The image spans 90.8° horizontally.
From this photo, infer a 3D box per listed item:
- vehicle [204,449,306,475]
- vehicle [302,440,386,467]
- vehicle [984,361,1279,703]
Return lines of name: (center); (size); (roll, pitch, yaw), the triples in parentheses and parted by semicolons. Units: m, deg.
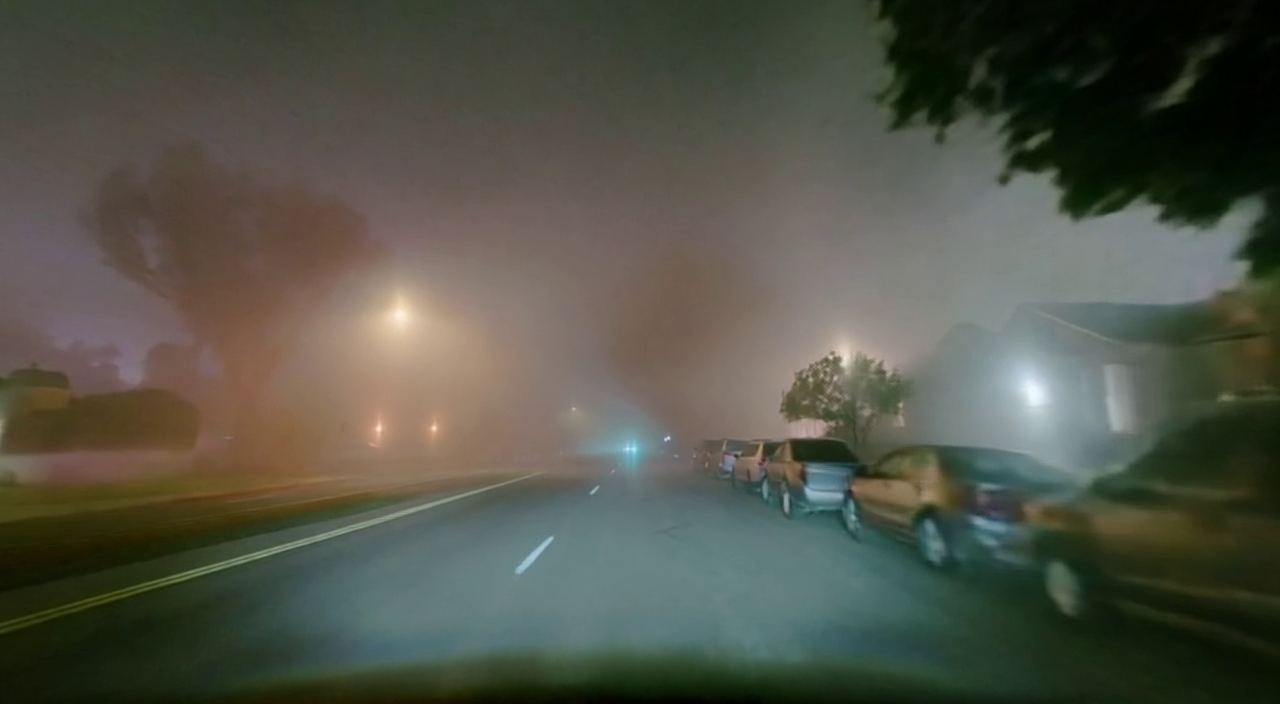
vehicle: (-23.689, 6.787, 38.995); (4.946, 1.518, 2.115); (0, -9, 1)
vehicle: (-22.858, 7.852, 48.902); (5.386, 2.043, 2.124); (0, -9, 0)
vehicle: (3.914, 0.953, 3.096); (1.917, 1.741, 4.420); (0, -9, 0)
